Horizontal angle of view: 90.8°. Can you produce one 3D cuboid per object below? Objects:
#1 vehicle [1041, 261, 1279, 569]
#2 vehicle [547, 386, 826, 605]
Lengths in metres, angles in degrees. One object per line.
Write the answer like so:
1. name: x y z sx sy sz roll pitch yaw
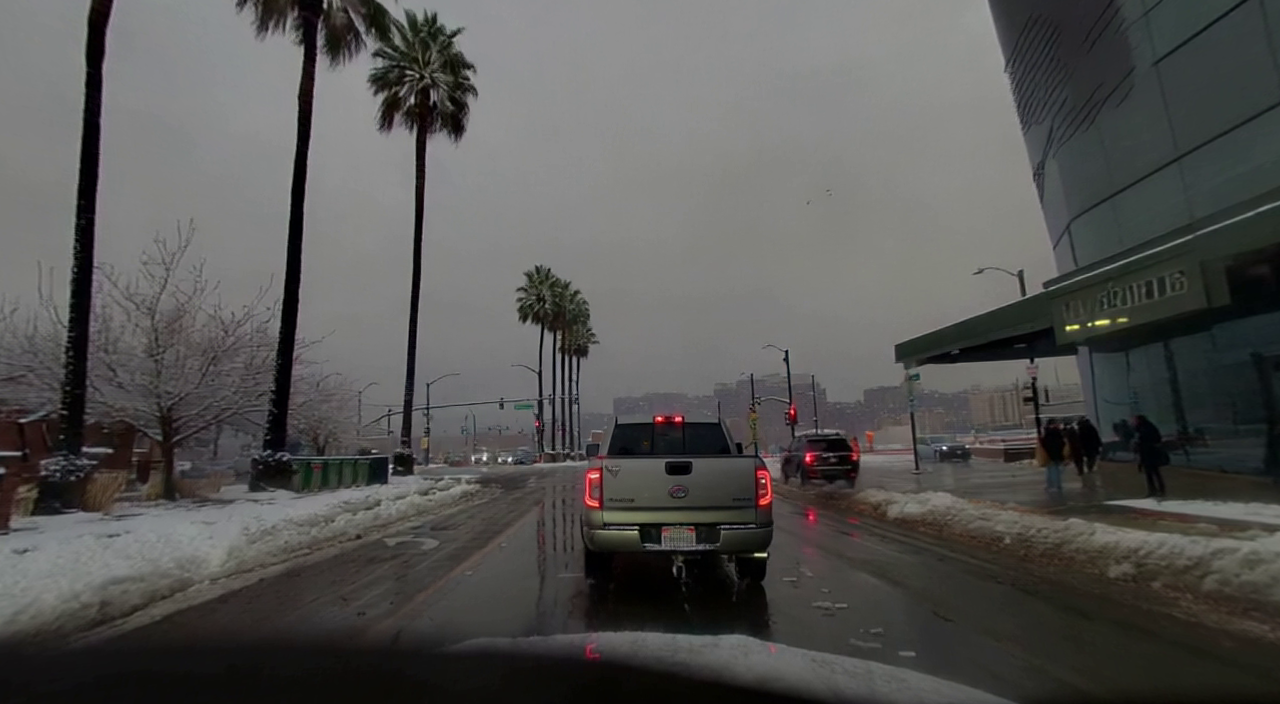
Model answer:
1. vehicle: 7.922 0.884 8.588 2.666 3.345 3.622 -1 -9 8
2. vehicle: 0.412 1.590 7.975 2.311 1.819 5.255 0 -8 1
